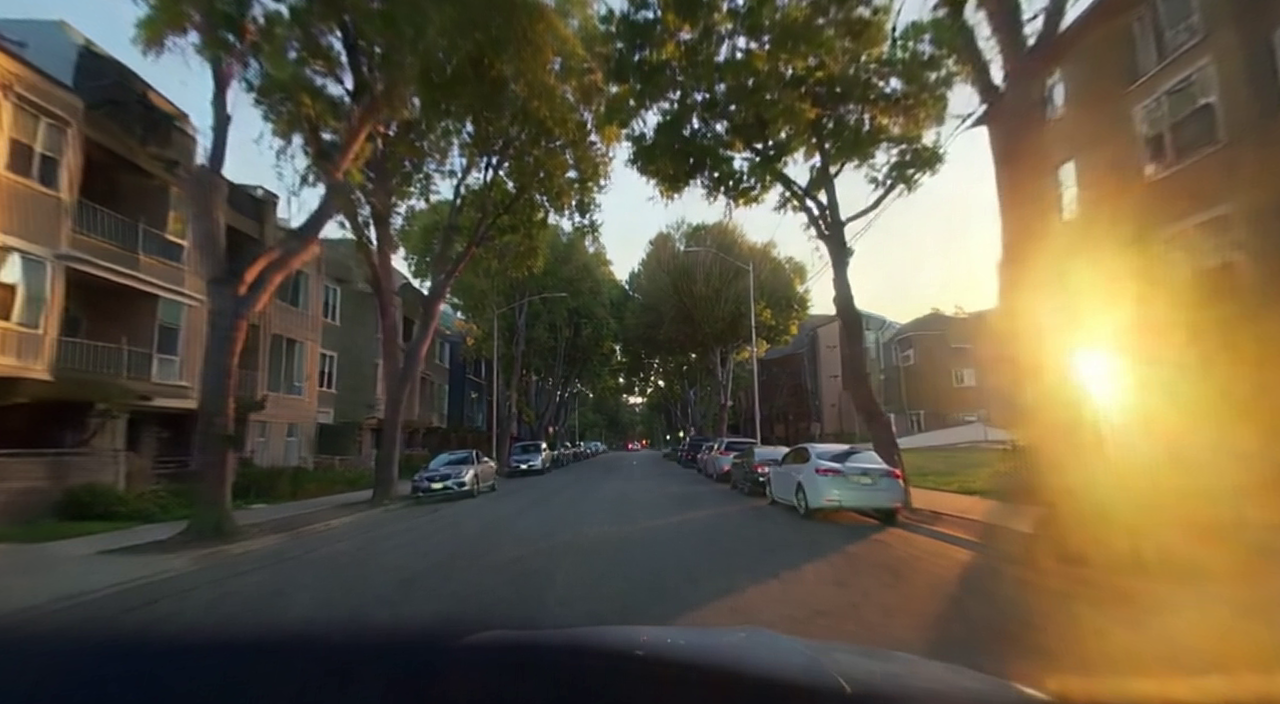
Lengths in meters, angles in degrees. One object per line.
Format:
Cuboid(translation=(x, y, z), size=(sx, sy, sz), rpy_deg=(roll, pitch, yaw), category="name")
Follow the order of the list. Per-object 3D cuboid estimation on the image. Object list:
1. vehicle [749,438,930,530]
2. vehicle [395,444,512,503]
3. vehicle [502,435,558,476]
Cuboid(translation=(3.644, 2.479, 12.627), size=(1.881, 1.460, 4.737), rpy_deg=(1, -8, -3), category="vehicle")
Cuboid(translation=(-5.319, 3.489, 18.734), size=(2.080, 1.458, 4.511), rpy_deg=(-2, -8, 0), category="vehicle")
Cuboid(translation=(-5.476, 5.215, 32.067), size=(2.069, 1.881, 4.697), rpy_deg=(0, -8, -1), category="vehicle")
